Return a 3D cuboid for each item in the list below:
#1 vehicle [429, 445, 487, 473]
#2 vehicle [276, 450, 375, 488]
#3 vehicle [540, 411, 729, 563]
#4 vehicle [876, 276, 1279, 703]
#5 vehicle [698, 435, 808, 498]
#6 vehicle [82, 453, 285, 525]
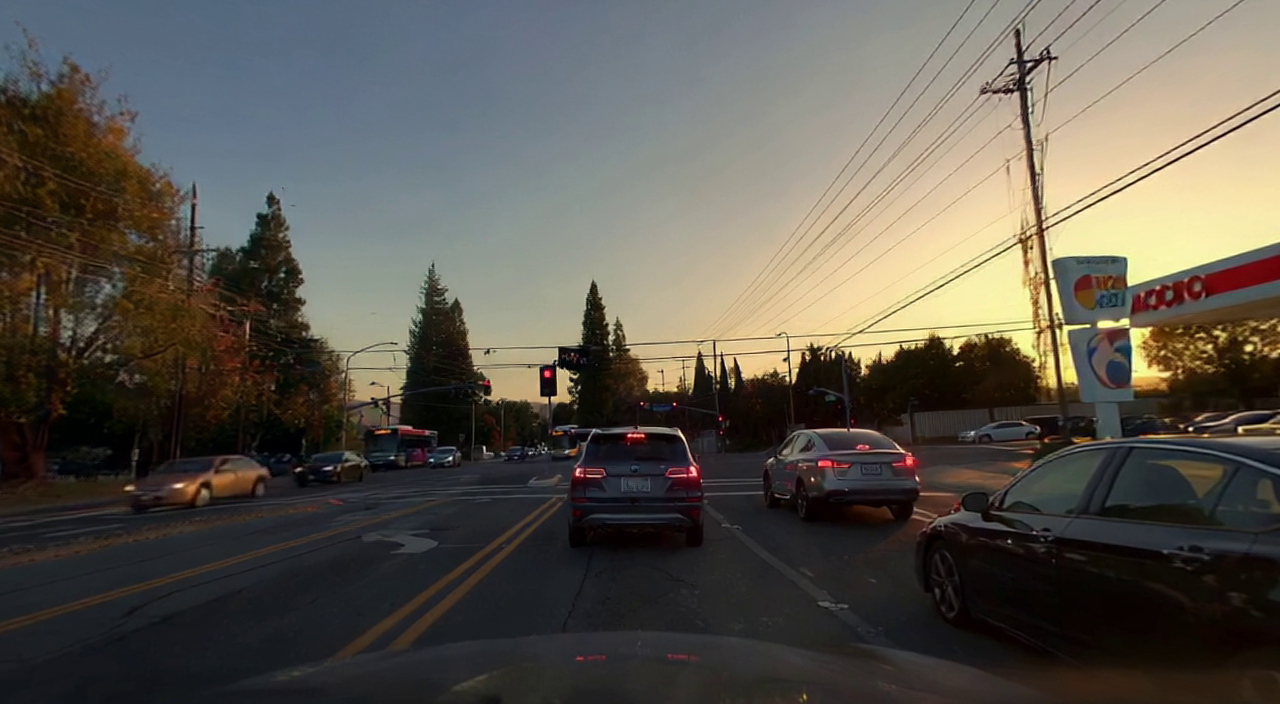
[{"bbox_3d":[-10.640,6.262,37.269,2.030,1.498,4.690,0,-9,0],"label":"vehicle"},{"bbox_3d":[-13.586,5.053,27.698,1.967,1.486,4.701,0,-9,-1],"label":"vehicle"},{"bbox_3d":[-0.110,1.805,9.118,2.087,1.677,4.053,0,-9,-1],"label":"vehicle"},{"bbox_3d":[3.089,0.840,3.214,2.049,1.813,4.245,0,-9,-1],"label":"vehicle"},{"bbox_3d":[2.885,3.042,17.216,2.040,1.481,4.407,0,-9,-2],"label":"vehicle"},{"bbox_3d":[-10.357,3.085,14.792,1.812,1.403,3.918,0,-9,0],"label":"vehicle"}]
